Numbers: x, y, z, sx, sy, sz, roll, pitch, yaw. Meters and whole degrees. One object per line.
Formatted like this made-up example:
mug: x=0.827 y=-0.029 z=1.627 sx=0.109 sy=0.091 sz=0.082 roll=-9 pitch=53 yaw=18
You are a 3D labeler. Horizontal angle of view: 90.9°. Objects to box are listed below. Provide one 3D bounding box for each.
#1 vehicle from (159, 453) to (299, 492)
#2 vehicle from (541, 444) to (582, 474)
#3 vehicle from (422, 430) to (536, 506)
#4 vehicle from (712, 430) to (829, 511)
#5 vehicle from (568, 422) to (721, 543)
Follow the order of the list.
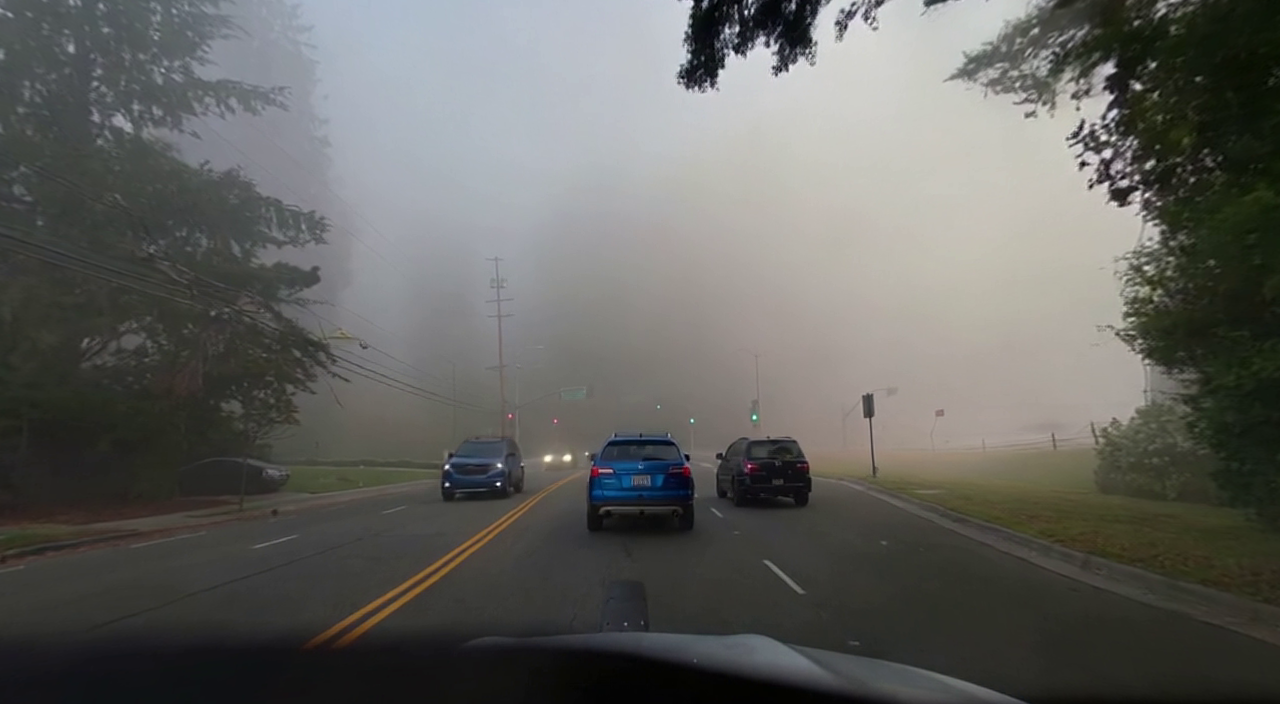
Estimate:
vehicle: x=-16.179 y=4.749 z=24.962 sx=4.245 sy=1.446 sz=1.827 roll=0 pitch=-9 yaw=0
vehicle: x=-4.888 y=6.699 z=39.714 sx=2.063 sy=1.727 sz=3.923 roll=0 pitch=-9 yaw=0
vehicle: x=-4.671 y=3.457 z=19.333 sx=2.138 sy=1.938 sz=5.584 roll=0 pitch=-9 yaw=-1
vehicle: x=3.076 y=2.905 z=15.902 sx=1.967 sy=1.756 sz=4.281 roll=0 pitch=-9 yaw=-1
vehicle: x=0.039 y=2.160 z=11.043 sx=2.151 sy=1.695 sz=4.100 roll=0 pitch=-9 yaw=-1
